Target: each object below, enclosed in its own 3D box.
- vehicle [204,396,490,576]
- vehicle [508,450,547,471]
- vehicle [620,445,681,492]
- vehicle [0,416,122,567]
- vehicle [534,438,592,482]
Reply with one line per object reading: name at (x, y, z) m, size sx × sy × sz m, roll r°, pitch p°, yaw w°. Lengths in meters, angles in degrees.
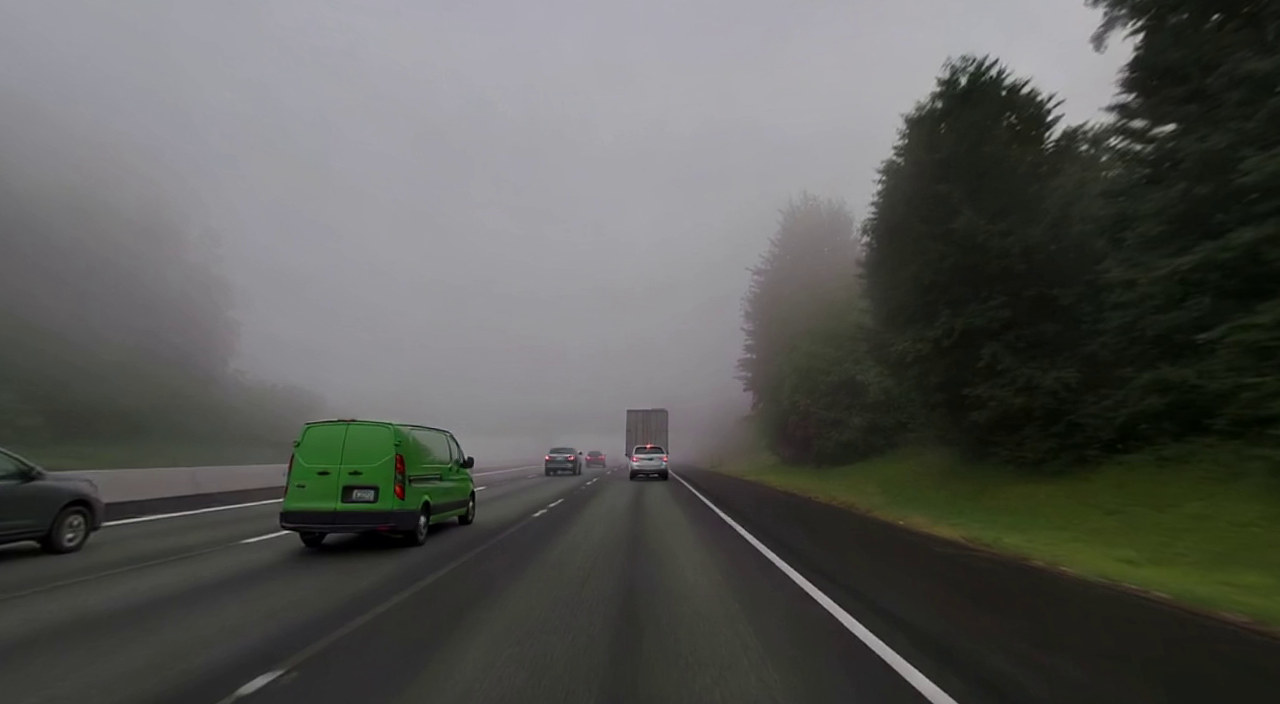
vehicle at (-3.577, 1.724, 8.699) m, size 1.951 × 1.882 × 3.979 m, roll 0°, pitch -9°, yaw 1°
vehicle at (-7.749, 7.512, 43.738) m, size 1.886 × 1.414 × 4.028 m, roll 0°, pitch -9°, yaw 2°
vehicle at (0.333, 4.055, 22.236) m, size 1.991 × 1.507 × 3.391 m, roll 0°, pitch -9°, yaw 0°
vehicle at (-8.236, 1.481, 6.510) m, size 2.093 × 1.675 × 4.233 m, roll 0°, pitch -9°, yaw 0°
vehicle at (-3.452, 4.945, 29.053) m, size 2.068 × 1.862 × 4.234 m, roll 0°, pitch -9°, yaw 1°
